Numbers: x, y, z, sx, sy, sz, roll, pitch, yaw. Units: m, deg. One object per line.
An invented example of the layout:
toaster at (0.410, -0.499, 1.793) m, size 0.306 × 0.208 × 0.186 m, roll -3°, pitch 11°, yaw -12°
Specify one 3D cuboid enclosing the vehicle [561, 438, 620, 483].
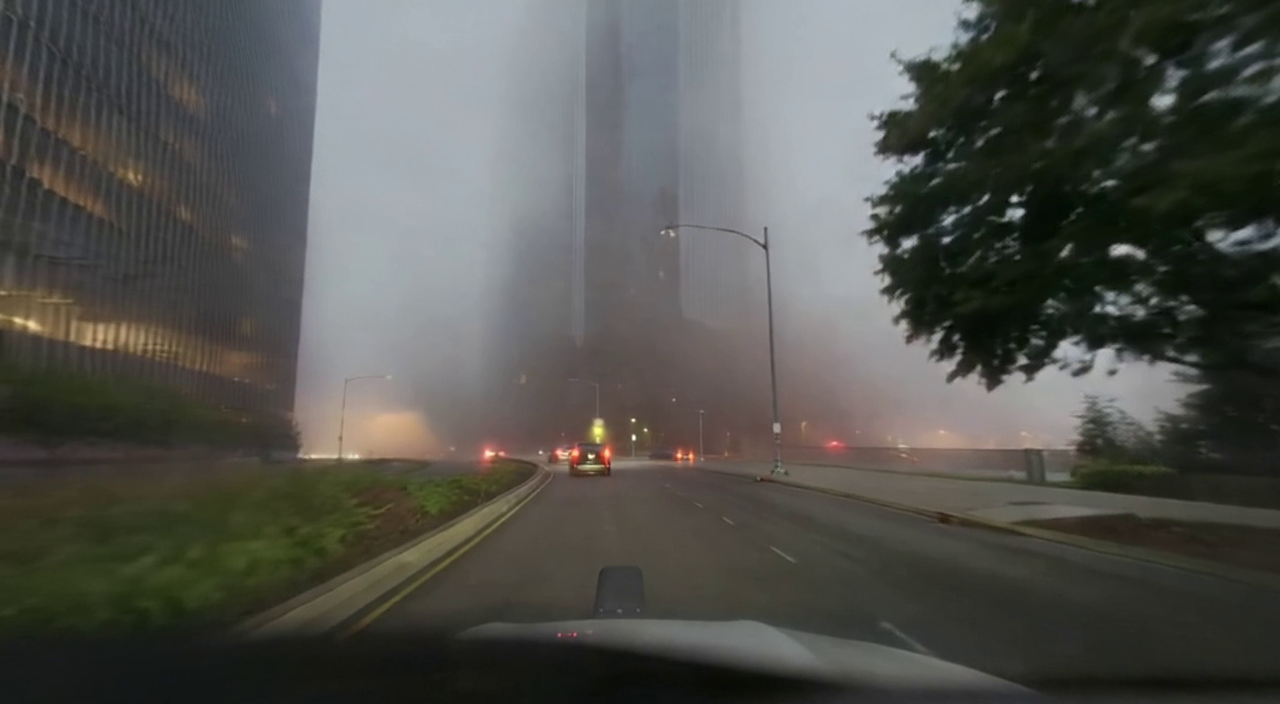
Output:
vehicle at (-2.024, 4.404, 25.926) m, size 2.183 × 1.675 × 4.319 m, roll 1°, pitch -9°, yaw -4°
